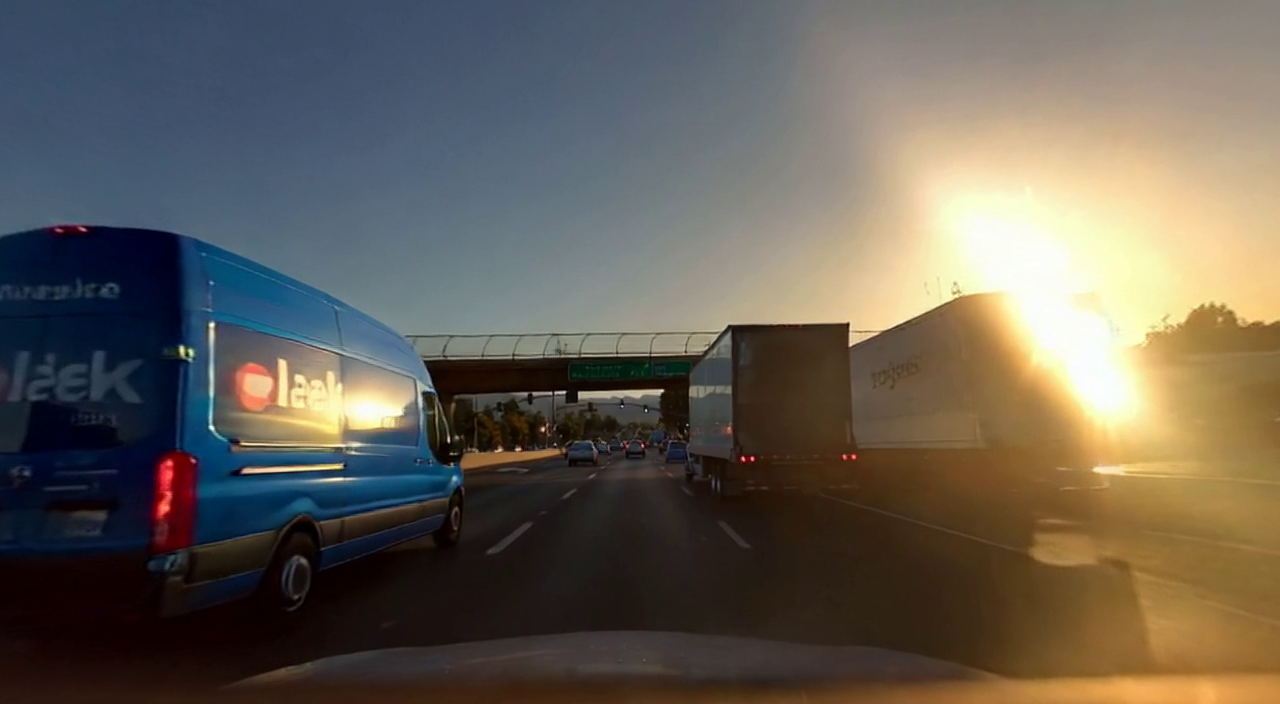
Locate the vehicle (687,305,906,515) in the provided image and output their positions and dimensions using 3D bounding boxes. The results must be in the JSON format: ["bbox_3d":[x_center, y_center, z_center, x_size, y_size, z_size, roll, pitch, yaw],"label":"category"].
[{"bbox_3d":[2.966,1.692,15.536,2.861,3.525,9.858,0,-9,0],"label":"vehicle"}]

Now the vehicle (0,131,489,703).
[{"bbox_3d":[-3.509,0.849,5.945,2.443,2.784,6.493,0,-9,1],"label":"vehicle"}]

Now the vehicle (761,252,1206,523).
[{"bbox_3d":[6.872,1.801,18.211,2.941,4.060,16.879,-4,-9,-1],"label":"vehicle"}]

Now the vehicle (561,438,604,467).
[{"bbox_3d":[-3.701,6.579,41.579,2.356,1.766,5.674,0,-9,0],"label":"vehicle"}]

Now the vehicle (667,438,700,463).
[{"bbox_3d":[2.909,6.698,43.038,1.869,1.616,4.346,0,-9,0],"label":"vehicle"}]
